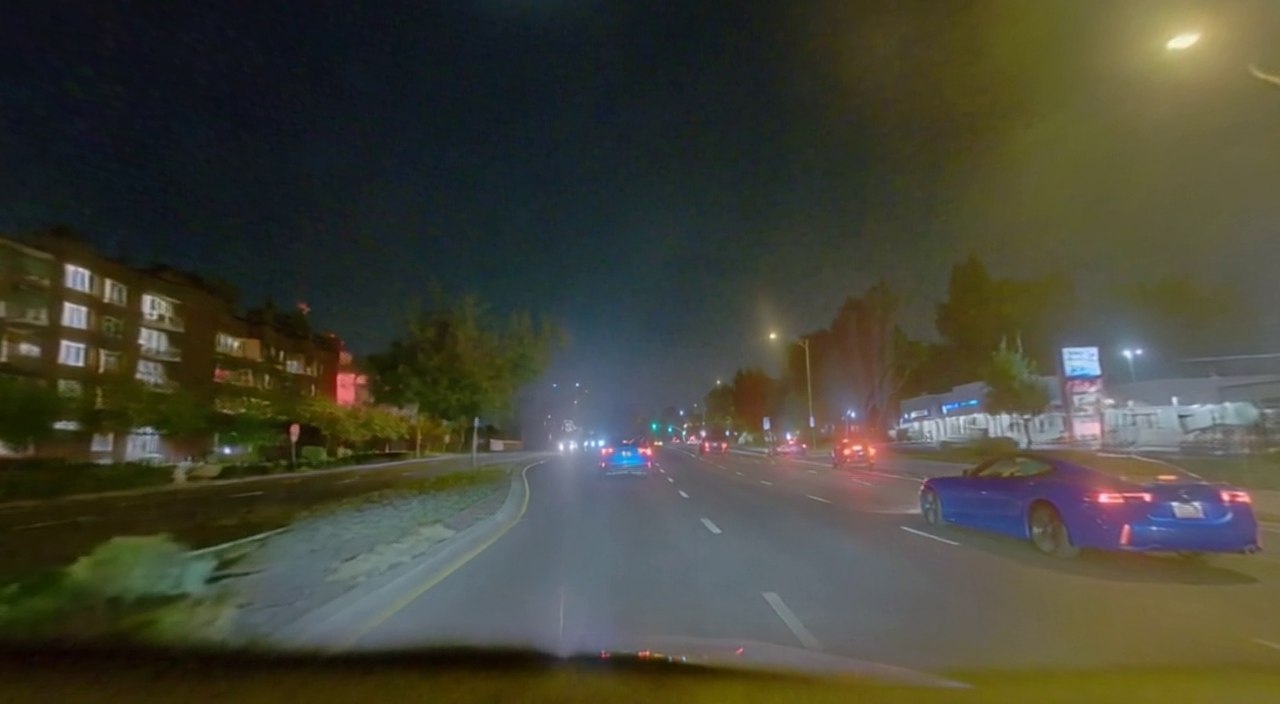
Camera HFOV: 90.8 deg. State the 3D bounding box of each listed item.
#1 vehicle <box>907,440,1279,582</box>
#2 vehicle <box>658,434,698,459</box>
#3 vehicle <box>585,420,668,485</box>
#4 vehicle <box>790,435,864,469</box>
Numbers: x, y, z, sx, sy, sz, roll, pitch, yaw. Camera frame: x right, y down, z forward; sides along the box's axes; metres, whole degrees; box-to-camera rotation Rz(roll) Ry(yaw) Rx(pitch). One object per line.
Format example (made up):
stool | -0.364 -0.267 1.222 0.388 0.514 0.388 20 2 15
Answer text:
vehicle | 5.548 1.806 8.092 2.258 1.294 4.312 0 -9 -2
vehicle | 2.285 5.874 39.258 2.078 1.471 4.142 0 -9 -2
vehicle | -0.437 3.084 19.481 2.266 1.762 4.131 0 -9 -2
vehicle | 8.727 4.720 29.922 2.045 1.484 4.342 0 -9 -2
